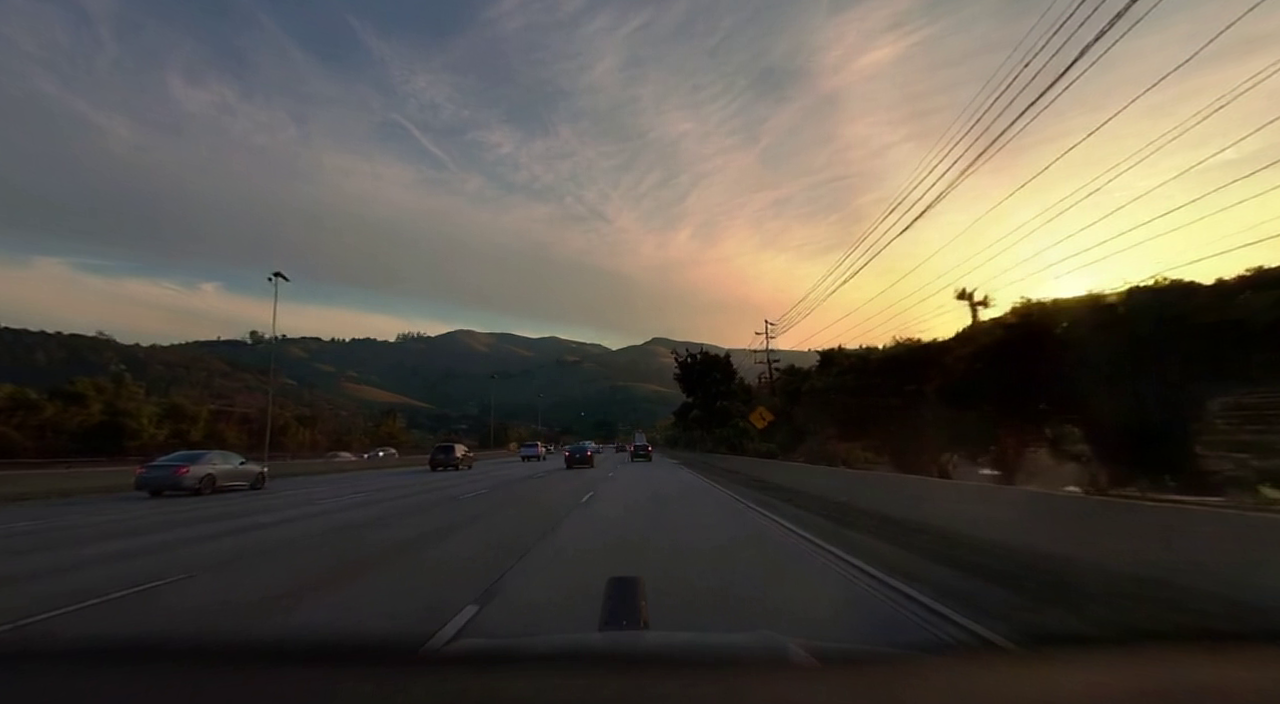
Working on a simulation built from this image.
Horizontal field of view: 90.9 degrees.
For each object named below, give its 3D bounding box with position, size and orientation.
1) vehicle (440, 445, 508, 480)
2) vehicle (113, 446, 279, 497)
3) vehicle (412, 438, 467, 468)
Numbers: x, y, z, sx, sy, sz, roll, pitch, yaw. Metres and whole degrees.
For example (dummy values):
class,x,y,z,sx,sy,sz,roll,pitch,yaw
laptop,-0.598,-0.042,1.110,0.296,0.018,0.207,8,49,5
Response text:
class,x,y,z,sx,sy,sz,roll,pitch,yaw
vehicle,-7.420,4.970,28.605,1.899,1.472,4.202,0,-9,1
vehicle,-14.374,3.869,20.872,1.885,1.474,4.849,0,-9,1
vehicle,-14.226,7.191,45.057,2.172,1.946,5.017,0,-9,1
